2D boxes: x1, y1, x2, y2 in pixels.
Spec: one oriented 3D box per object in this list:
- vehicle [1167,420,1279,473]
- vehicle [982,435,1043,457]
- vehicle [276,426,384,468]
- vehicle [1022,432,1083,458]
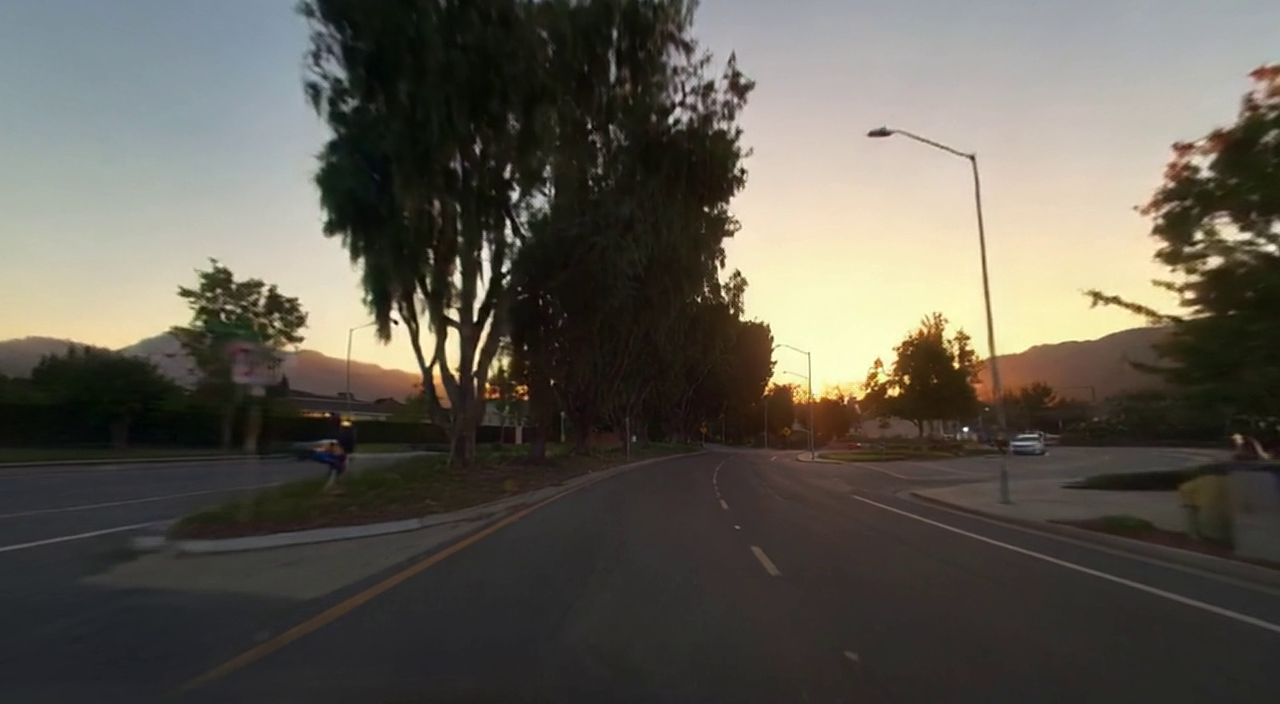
[{"bbox_3d":[26.538,4.022,27.189,2.271,2.010,5.139,0,-5,-31],"label":"vehicle"},{"bbox_3d":[26.876,6.772,45.422,4.456,1.489,1.963,6,-10,-33],"label":"vehicle"},{"bbox_3d":[-13.395,4.143,27.567,1.995,1.658,4.542,-1,-9,7],"label":"vehicle"},{"bbox_3d":[31.830,7.138,48.536,4.598,1.493,1.951,-1,-6,-31],"label":"vehicle"}]
